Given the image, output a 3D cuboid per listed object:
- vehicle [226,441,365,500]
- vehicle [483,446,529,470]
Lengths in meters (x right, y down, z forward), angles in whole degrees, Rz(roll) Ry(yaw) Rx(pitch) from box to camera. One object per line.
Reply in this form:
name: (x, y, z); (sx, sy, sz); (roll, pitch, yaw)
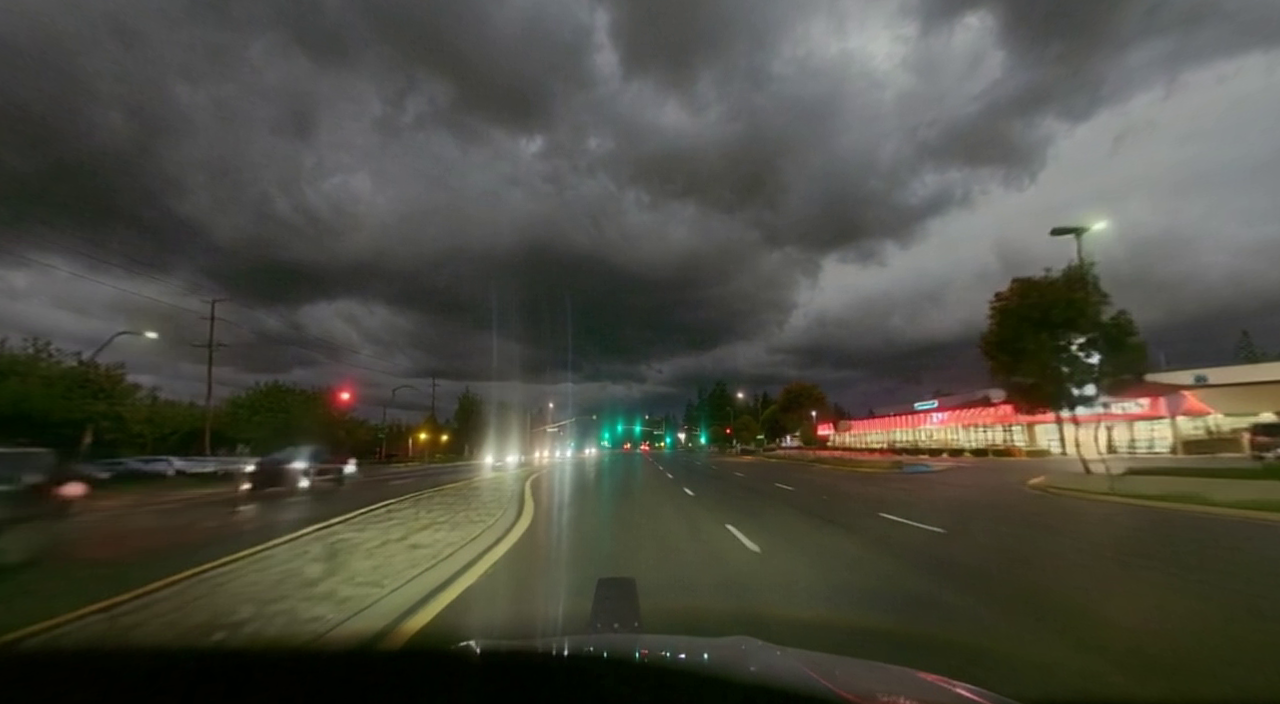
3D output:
vehicle: (-11.683, 4.019, 21.945); (2.066, 1.798, 4.838); (0, -9, 0)
vehicle: (-8.765, 6.945, 41.646); (1.959, 1.505, 4.622); (0, -9, 0)
